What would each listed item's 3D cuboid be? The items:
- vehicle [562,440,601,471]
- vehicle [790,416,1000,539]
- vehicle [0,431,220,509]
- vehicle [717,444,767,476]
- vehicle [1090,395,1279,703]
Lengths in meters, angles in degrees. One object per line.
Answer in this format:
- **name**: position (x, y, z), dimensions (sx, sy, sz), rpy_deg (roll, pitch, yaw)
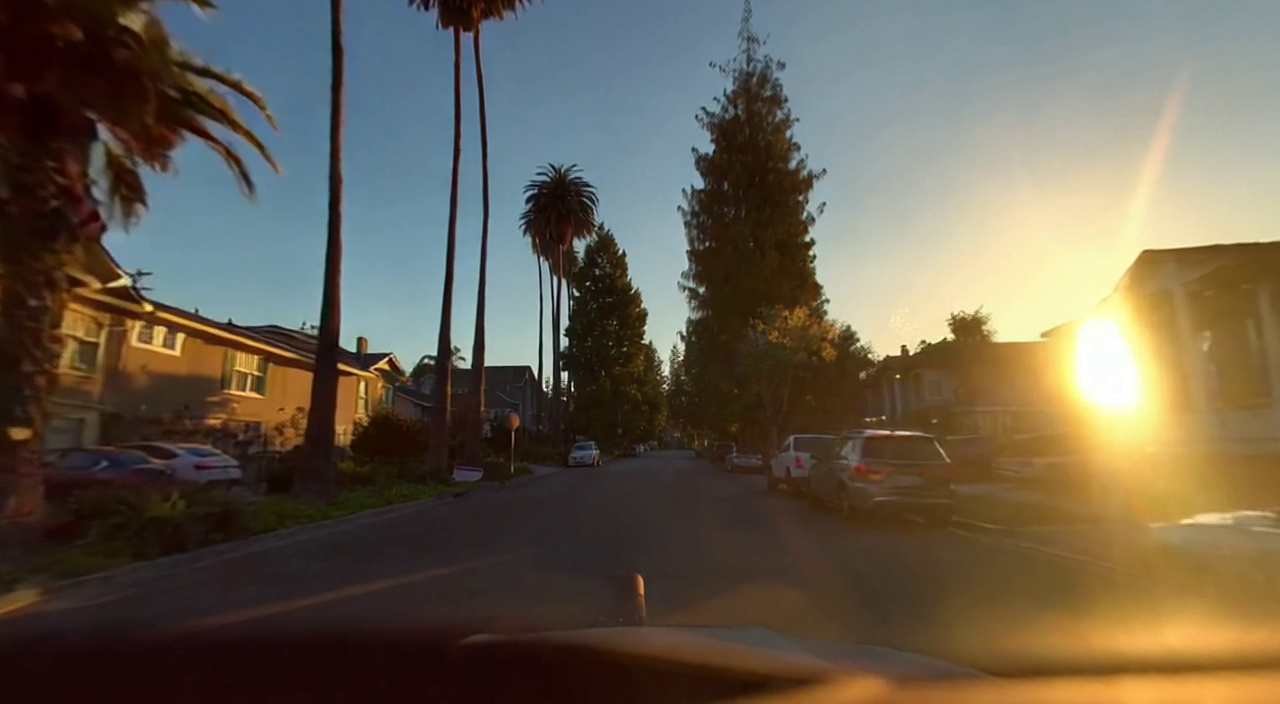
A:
- **vehicle**: position (-3.894, 7.007, 42.943), dimensions (2.149, 1.877, 5.082), rpy_deg (-2, -9, -1)
- **vehicle**: position (4.557, 2.329, 12.390), dimensions (2.166, 1.766, 5.186), rpy_deg (2, -9, 3)
- **vehicle**: position (-12.791, 2.724, 14.827), dimensions (4.448, 1.679, 1.972), rpy_deg (0, -9, 2)
- **vehicle**: position (5.425, 5.778, 34.097), dimensions (2.056, 1.464, 4.493), rpy_deg (2, -9, 2)
- **vehicle**: position (4.410, 0.938, 2.280), dimensions (1.971, 1.663, 5.076), rpy_deg (2, -9, 2)
